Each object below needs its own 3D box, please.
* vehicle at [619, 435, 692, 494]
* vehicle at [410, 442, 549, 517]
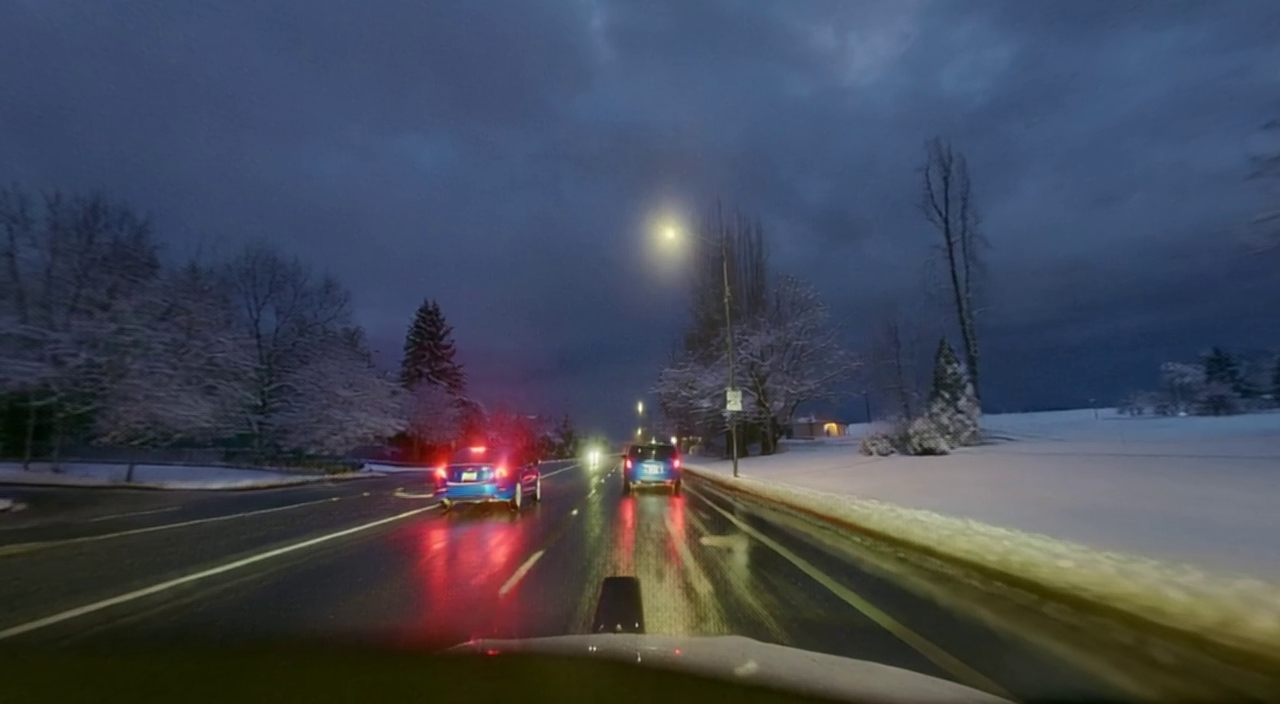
[{"bbox_3d":[0.397,3.802,21.610,2.215,1.799,4.426,0,-9,-2],"label":"vehicle"},{"bbox_3d":[-3.426,2.800,14.317,2.036,1.447,4.044,0,-9,1],"label":"vehicle"}]
